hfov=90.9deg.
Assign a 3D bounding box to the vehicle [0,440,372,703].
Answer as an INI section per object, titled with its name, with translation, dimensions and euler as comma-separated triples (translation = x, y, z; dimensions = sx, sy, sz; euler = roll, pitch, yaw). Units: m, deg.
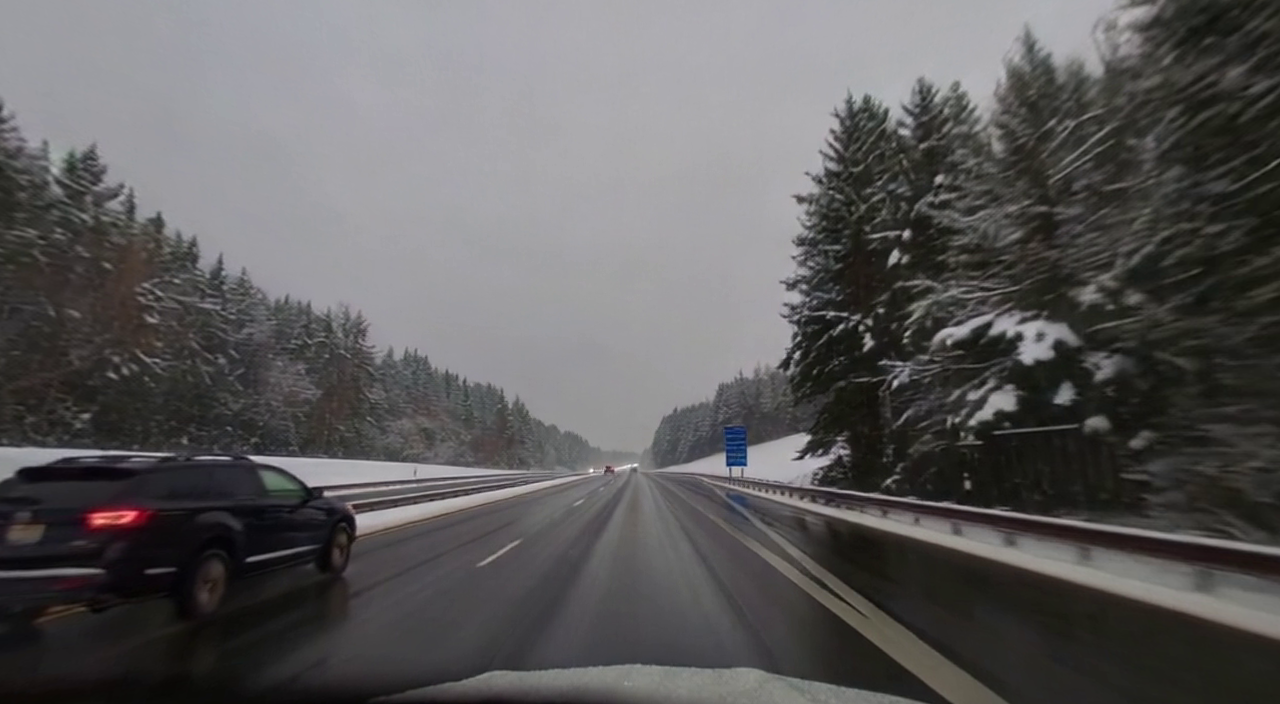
[vehicle]
translation = -4.223, 1.489, 4.934
dimensions = 2.183, 1.435, 4.653
euler = 1, -10, 0
